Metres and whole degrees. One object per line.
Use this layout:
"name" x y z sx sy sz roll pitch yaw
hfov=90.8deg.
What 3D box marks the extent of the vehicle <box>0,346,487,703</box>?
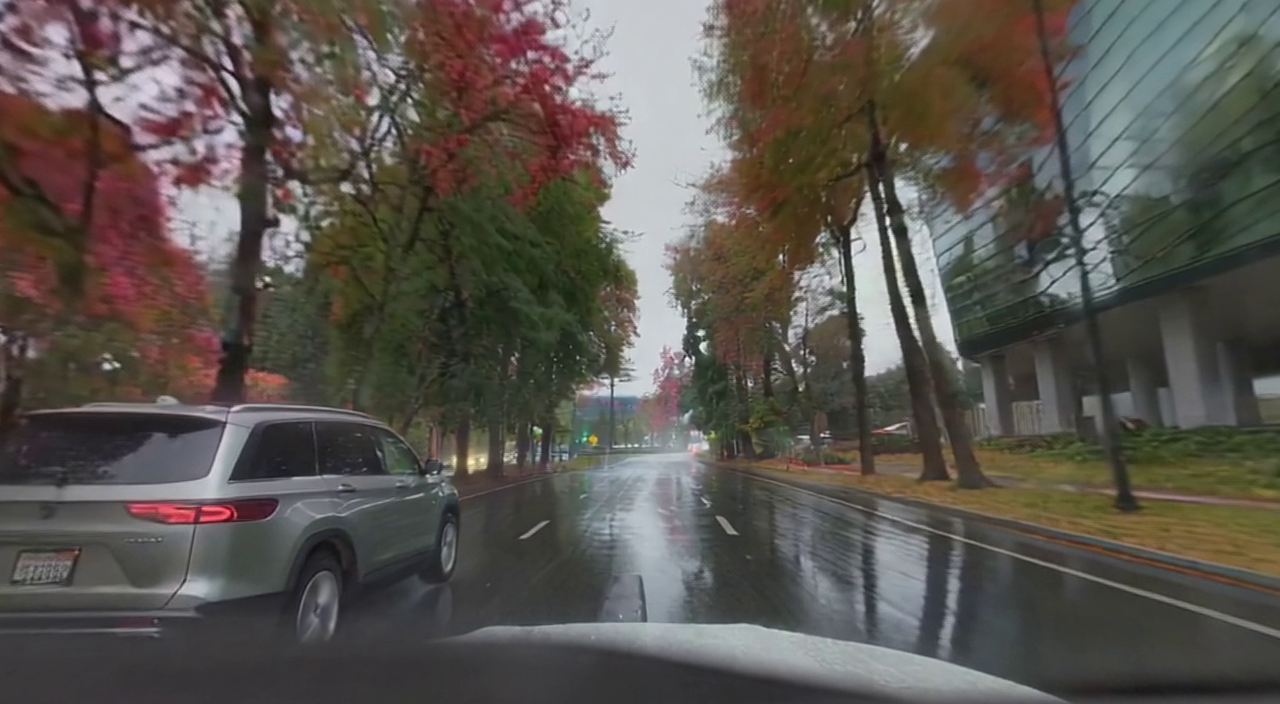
"vehicle" -2.770 1.158 4.596 2.067 1.700 4.561 0 -8 1
